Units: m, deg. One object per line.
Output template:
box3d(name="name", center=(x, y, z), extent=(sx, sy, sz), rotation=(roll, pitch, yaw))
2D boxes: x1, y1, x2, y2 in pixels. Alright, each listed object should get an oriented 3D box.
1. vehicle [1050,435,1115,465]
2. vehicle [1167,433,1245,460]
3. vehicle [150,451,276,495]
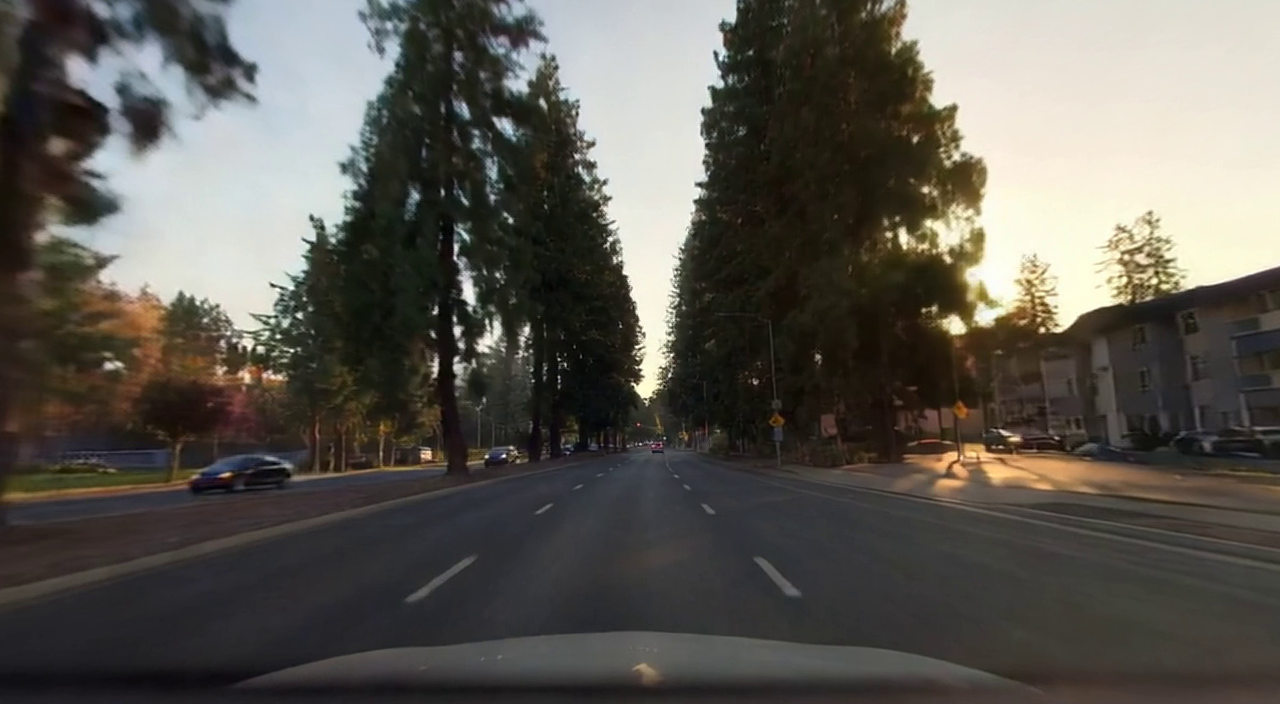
box3d(name="vehicle", center=(25.645, 5.664, 36.715), extent=(1.823, 1.466, 4.676), rotation=(-7, -8, 20))
box3d(name="vehicle", center=(32.250, 5.422, 36.064), extent=(1.868, 1.434, 4.425), rotation=(-3, -9, 22))
box3d(name="vehicle", center=(-16.736, 4.713, 25.019), extent=(1.928, 1.531, 4.329), rotation=(0, -8, 0))
